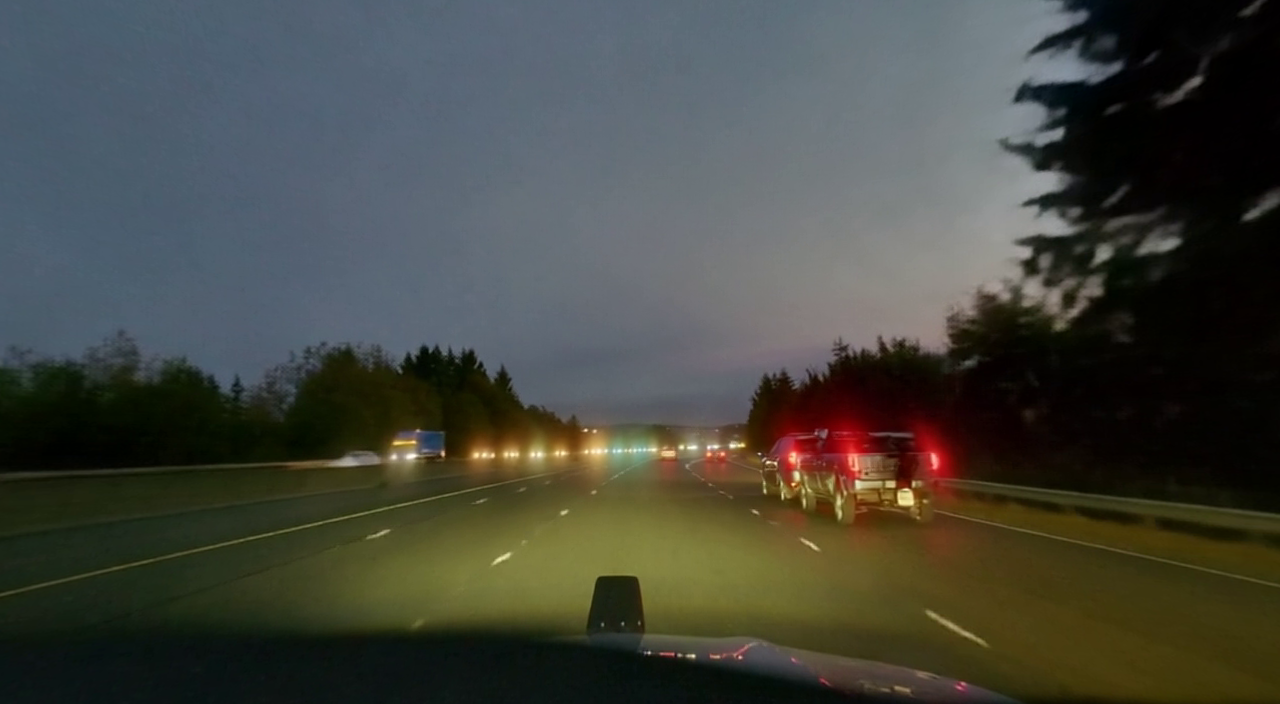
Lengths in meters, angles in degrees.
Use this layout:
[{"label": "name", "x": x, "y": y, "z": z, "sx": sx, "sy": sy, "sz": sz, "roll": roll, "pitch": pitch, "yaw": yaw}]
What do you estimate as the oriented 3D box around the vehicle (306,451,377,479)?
[{"label": "vehicle", "x": -17.025, "y": 6.461, "z": 36.178, "sx": 1.957, "sy": 1.482, "sz": 4.172, "roll": 0, "pitch": -9, "yaw": 2}]
